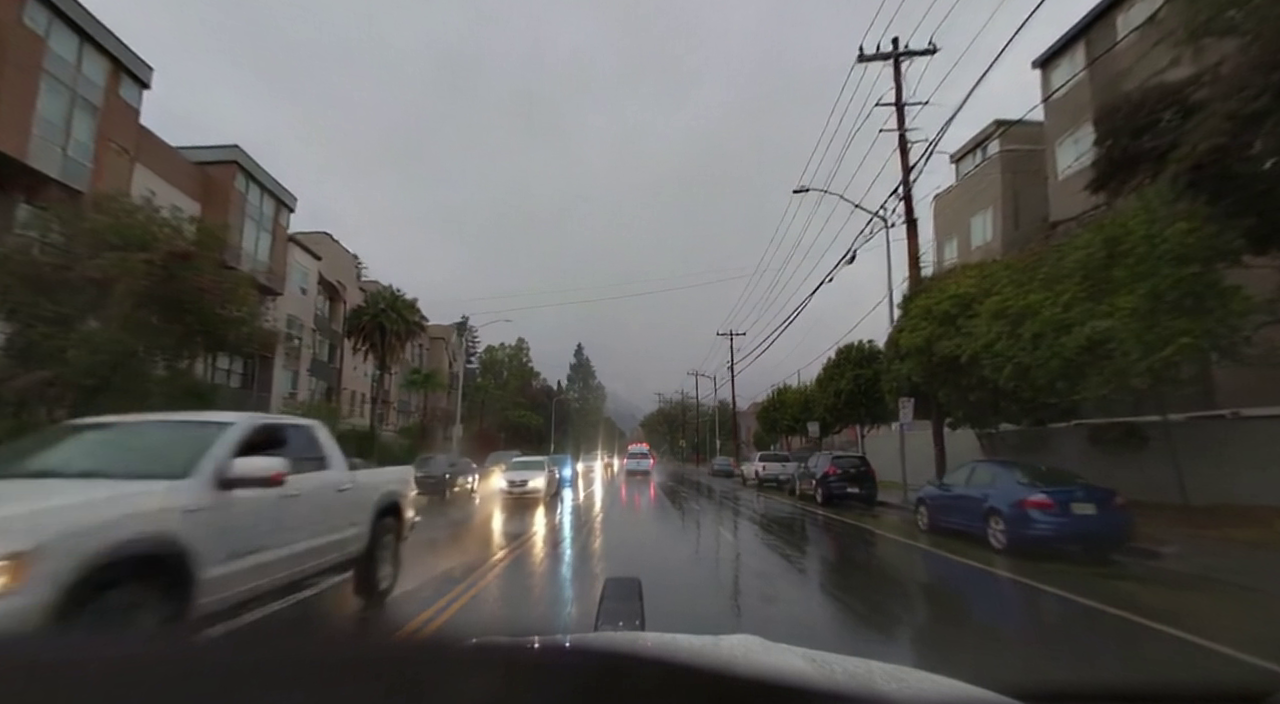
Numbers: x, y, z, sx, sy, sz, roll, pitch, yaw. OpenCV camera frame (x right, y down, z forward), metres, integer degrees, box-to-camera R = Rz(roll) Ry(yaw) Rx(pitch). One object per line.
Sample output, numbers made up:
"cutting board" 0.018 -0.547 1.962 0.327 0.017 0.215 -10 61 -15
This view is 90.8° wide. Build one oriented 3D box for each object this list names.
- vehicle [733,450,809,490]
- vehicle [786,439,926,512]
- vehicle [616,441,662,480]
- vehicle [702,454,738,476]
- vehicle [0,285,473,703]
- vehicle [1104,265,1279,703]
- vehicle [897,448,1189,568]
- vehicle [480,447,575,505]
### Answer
"vehicle" 6.182 5.641 30.645 2.350 1.706 5.901 0 -9 -1
"vehicle" 6.203 3.582 18.963 2.211 1.884 5.031 0 -9 -3
"vehicle" -0.008 5.781 34.080 2.308 1.940 4.125 0 -8 1
"vehicle" 5.922 8.400 47.312 1.943 1.490 4.783 0 -9 -2
"vehicle" -2.665 1.022 3.570 2.167 1.761 4.584 0 -8 0
"vehicle" 3.029 0.435 0.239 2.027 1.907 4.736 0 -8 -1
"vehicle" 6.243 2.407 10.612 1.964 1.550 4.424 0 -9 0
"vehicle" -3.215 3.619 18.970 1.972 1.498 4.304 0 -8 2
